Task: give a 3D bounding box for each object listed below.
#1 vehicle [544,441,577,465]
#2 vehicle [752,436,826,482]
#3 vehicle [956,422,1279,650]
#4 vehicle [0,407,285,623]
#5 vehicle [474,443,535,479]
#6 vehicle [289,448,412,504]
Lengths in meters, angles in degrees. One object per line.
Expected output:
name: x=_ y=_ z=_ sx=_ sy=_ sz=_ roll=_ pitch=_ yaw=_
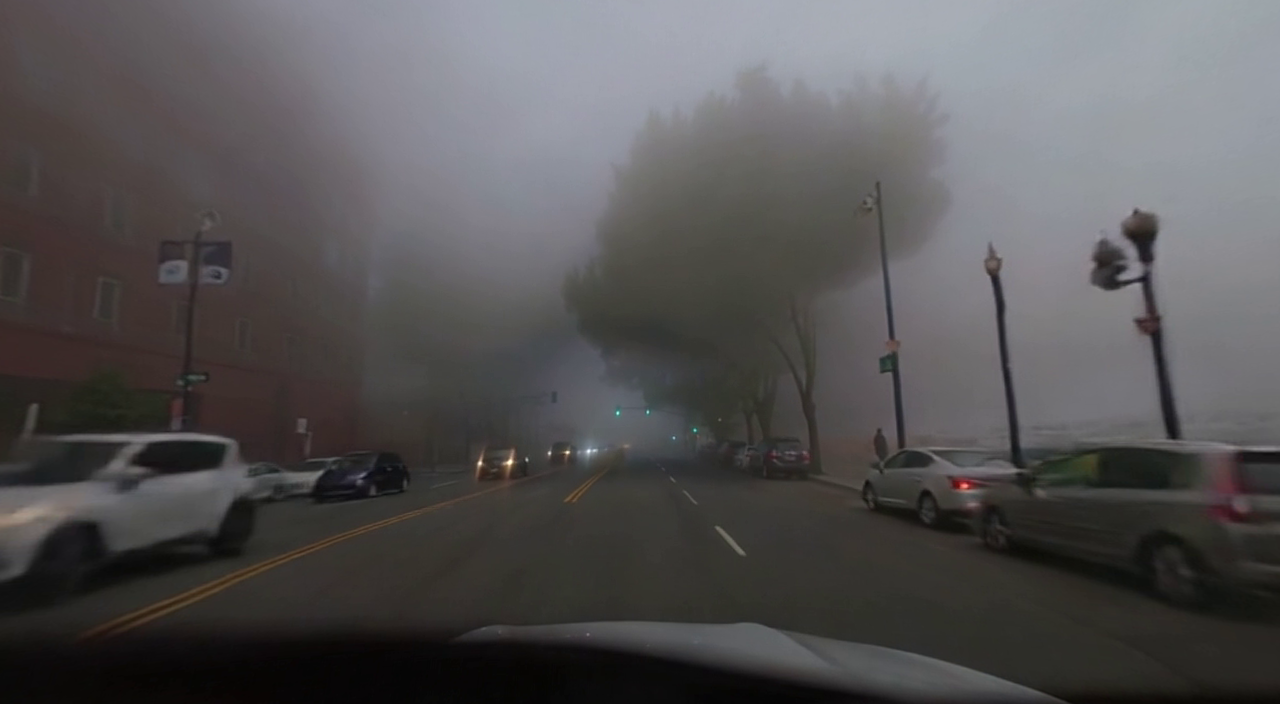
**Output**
vehicle: x=-6.210 y=7.981 z=49.971 sx=2.020 sy=1.754 sz=4.442 roll=0 pitch=-8 yaw=0
vehicle: x=6.056 y=4.402 z=26.249 sx=2.047 sy=1.720 sz=4.353 roll=0 pitch=-8 yaw=0
vehicle: x=5.580 y=1.676 z=6.914 sx=1.899 sy=1.642 sz=4.463 roll=0 pitch=-8 yaw=0
vehicle: x=-6.332 y=1.630 z=7.100 sx=2.095 sy=1.759 sz=4.413 roll=0 pitch=-8 yaw=0
vehicle: x=-6.178 y=5.003 z=29.320 sx=1.898 sy=1.532 sz=4.337 roll=0 pitch=-8 yaw=0
vehicle: x=-9.056 y=3.868 z=20.204 sx=1.937 sy=1.548 sz=4.179 roll=0 pitch=-8 yaw=0
